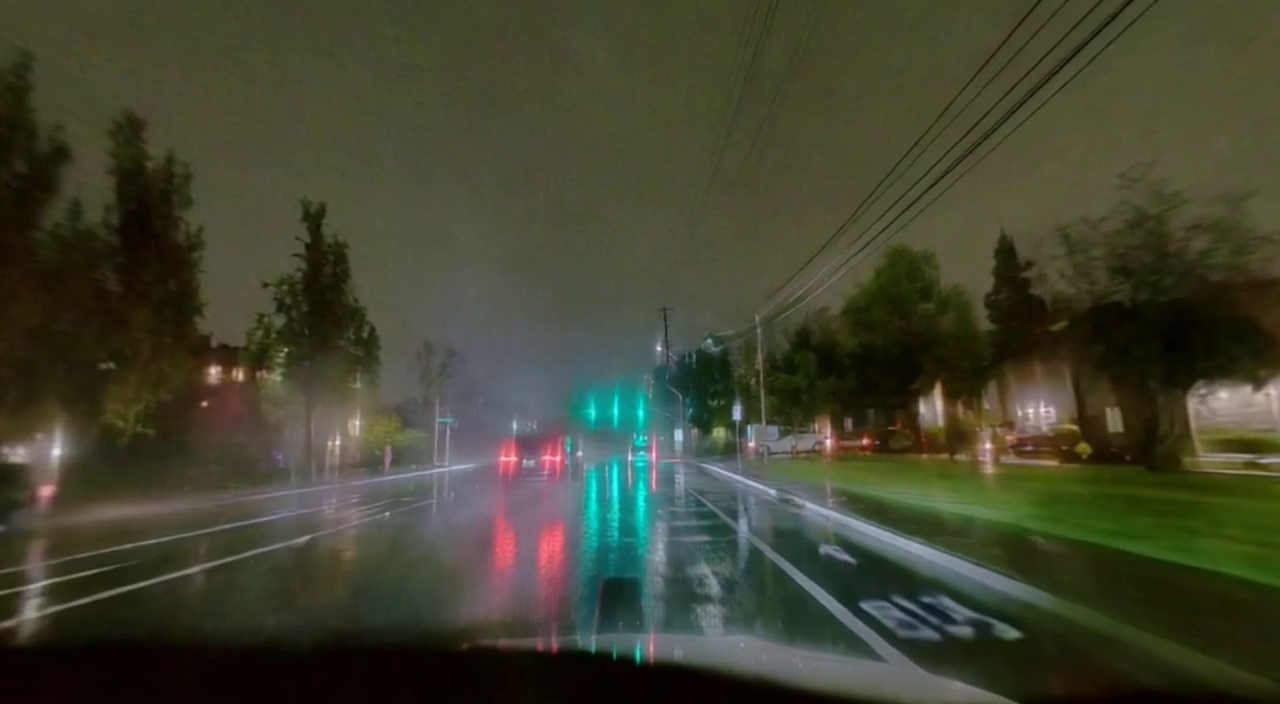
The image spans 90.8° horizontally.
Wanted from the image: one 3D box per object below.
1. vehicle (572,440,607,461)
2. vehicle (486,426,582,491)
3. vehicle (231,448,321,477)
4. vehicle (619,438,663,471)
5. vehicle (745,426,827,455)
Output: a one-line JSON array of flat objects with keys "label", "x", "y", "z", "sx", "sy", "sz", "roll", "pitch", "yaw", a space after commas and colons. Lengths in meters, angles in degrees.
[{"label": "vehicle", "x": -3.769, "y": 7.491, "z": 48.078, "sx": 2.268, "sy": 1.522, "sz": 4.350, "roll": 0, "pitch": -8, "yaw": 0}, {"label": "vehicle", "x": -3.138, "y": 3.288, "z": 19.746, "sx": 2.157, "sy": 1.771, "sz": 4.452, "roll": 0, "pitch": -8, "yaw": 1}, {"label": "vehicle", "x": -22.287, "y": 6.747, "z": 38.774, "sx": 4.203, "sy": 1.693, "sz": 2.072, "roll": 0, "pitch": -8, "yaw": 1}, {"label": "vehicle", "x": 0.003, "y": 5.106, "z": 31.702, "sx": 2.062, "sy": 1.518, "sz": 3.901, "roll": 0, "pitch": -8, "yaw": -1}, {"label": "vehicle", "x": 11.068, "y": 6.740, "z": 48.212, "sx": 5.552, "sy": 2.070, "sz": 2.533, "roll": 0, "pitch": -8, "yaw": -4}]
